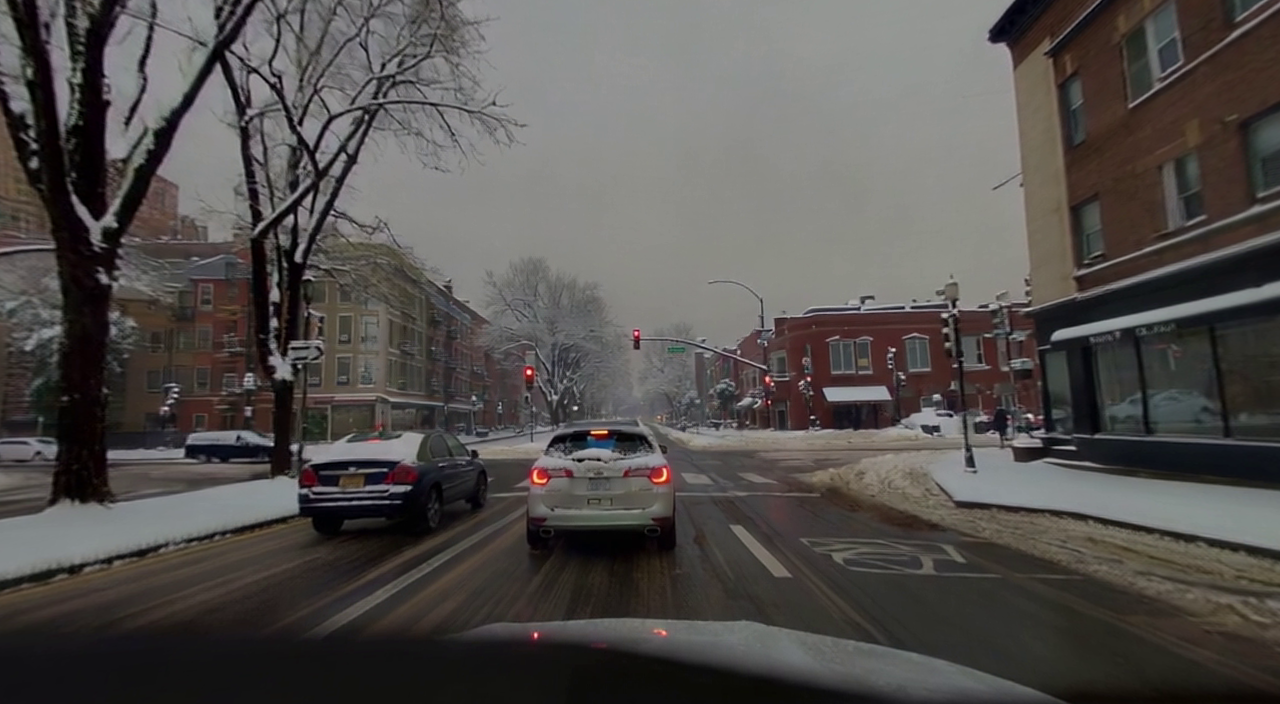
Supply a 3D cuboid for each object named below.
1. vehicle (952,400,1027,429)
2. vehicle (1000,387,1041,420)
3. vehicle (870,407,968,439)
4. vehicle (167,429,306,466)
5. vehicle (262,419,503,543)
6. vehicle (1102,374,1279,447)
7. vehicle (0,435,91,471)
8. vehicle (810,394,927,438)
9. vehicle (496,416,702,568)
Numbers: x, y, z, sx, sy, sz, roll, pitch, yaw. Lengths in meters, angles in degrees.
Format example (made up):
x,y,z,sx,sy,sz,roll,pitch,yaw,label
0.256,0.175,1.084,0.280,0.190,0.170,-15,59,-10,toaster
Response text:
x,y,z,sx,sy,sz,roll,pitch,yaw,label
21.154,3.831,38.158,5.017,1.542,2.055,7,-11,-38,vehicle
27.043,3.737,44.805,2.152,1.993,5.078,-6,-10,33,vehicle
15.140,3.880,34.274,4.775,1.604,1.915,3,-9,-20,vehicle
-16.593,3.949,26.123,4.453,1.471,1.921,-1,-8,3,vehicle
-3.692,1.938,10.143,1.934,1.522,4.464,0,-8,1,vehicle
21.676,2.336,24.632,5.756,2.653,2.403,1,-9,-11,vehicle
-32.427,5.385,33.678,4.280,1.857,2.136,0,-8,1,vehicle
13.782,3.927,38.142,6.541,2.480,2.259,3,-9,-19,vehicle
-0.429,1.710,8.428,2.082,1.520,3.896,0,-8,0,vehicle
